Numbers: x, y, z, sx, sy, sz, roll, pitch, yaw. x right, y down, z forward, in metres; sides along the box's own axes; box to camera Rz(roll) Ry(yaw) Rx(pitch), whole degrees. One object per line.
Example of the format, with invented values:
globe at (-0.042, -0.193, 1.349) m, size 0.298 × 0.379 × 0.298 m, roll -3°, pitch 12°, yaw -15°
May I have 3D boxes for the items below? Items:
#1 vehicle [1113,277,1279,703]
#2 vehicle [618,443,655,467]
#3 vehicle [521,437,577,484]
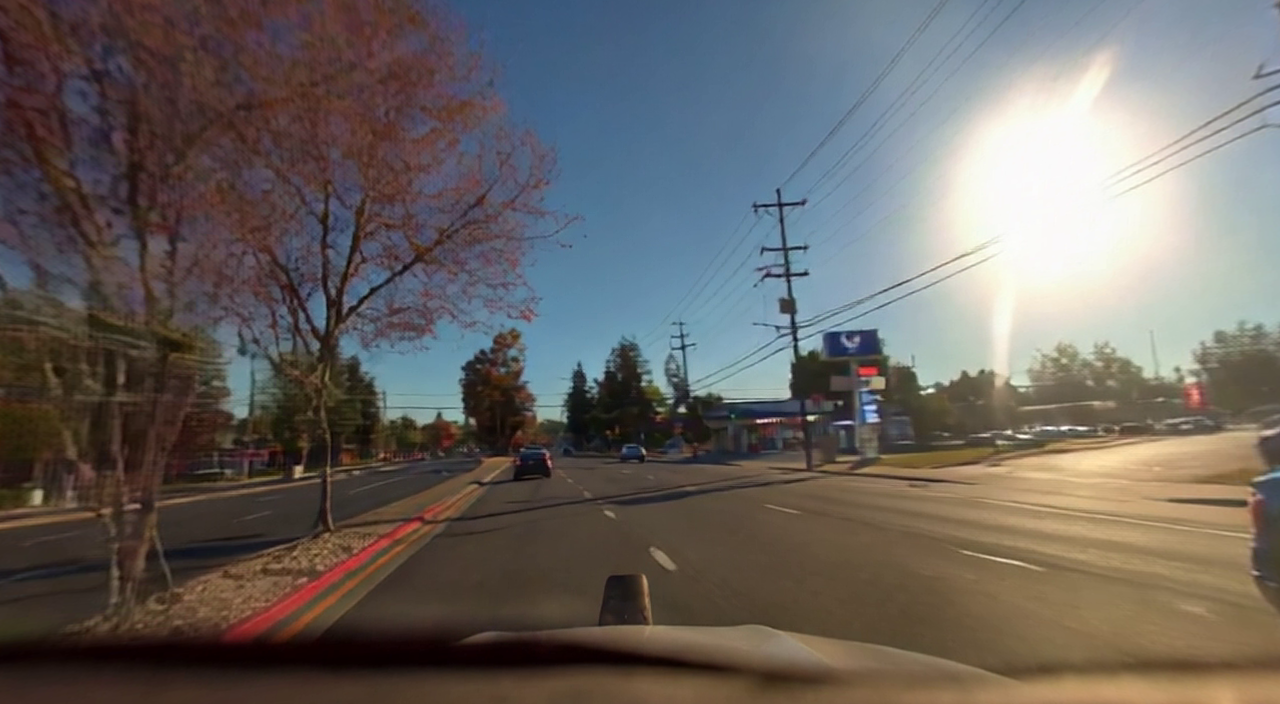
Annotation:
vehicle at (3.459, 0.362, 0.532) m, size 2.036 × 1.818 × 5.192 m, roll 0°, pitch -8°, yaw 0°
vehicle at (-0.315, 6.911, 42.455) m, size 1.760 × 1.481 × 4.161 m, roll 1°, pitch -8°, yaw -11°
vehicle at (-4.126, 4.720, 27.823) m, size 2.141 × 1.842 × 4.889 m, roll 1°, pitch -8°, yaw -11°
